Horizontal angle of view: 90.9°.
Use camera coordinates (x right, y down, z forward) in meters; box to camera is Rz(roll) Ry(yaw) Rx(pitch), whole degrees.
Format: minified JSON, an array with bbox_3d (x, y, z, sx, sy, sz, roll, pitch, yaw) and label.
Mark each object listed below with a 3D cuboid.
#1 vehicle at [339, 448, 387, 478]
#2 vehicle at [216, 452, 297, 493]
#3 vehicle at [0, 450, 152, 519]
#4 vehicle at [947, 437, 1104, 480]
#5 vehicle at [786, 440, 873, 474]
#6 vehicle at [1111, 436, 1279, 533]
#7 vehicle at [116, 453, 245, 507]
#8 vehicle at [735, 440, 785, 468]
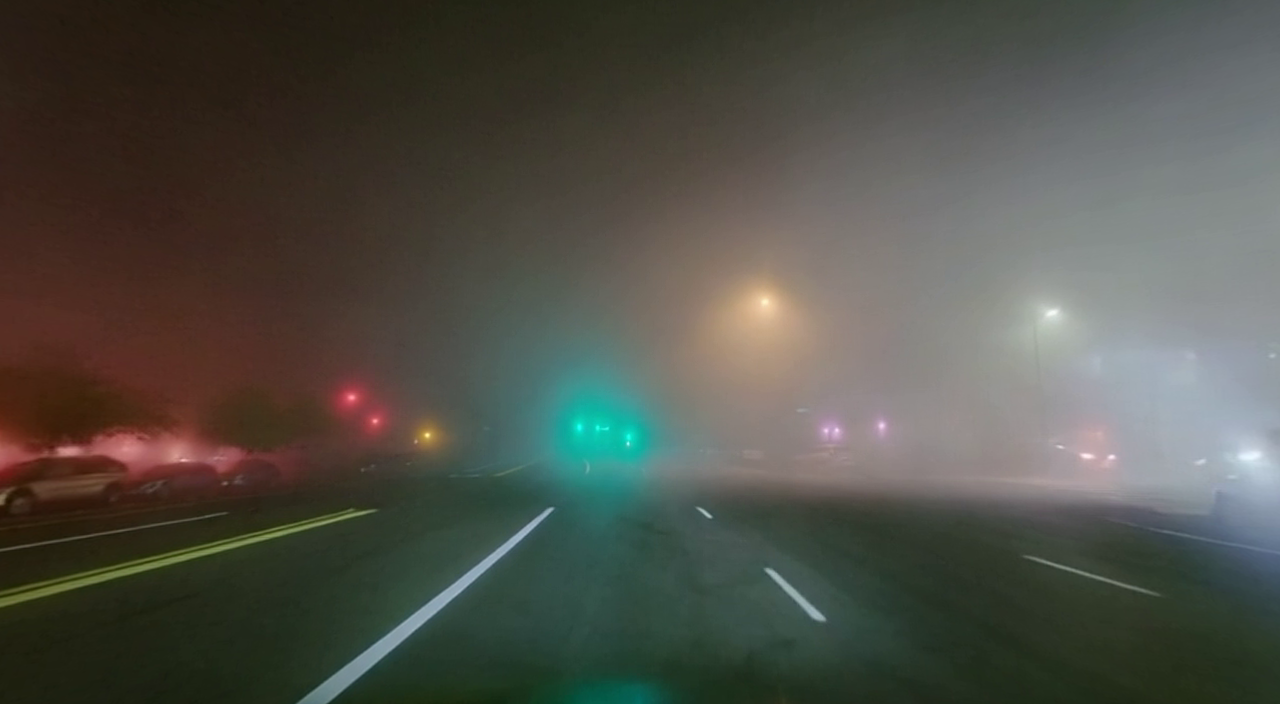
[{"bbox_3d":[-19.128,7.658,43.728,1.916,1.657,4.366,-1,-6,-8],"label":"vehicle"},{"bbox_3d":[-17.942,5.624,29.659,1.836,1.512,3.581,-2,-6,-5],"label":"vehicle"},{"bbox_3d":[-17.530,3.897,19.138,1.883,1.775,4.466,-1,-8,-2],"label":"vehicle"},{"bbox_3d":[15.873,4.385,26.194,5.088,1.538,2.114,-2,-7,3],"label":"vehicle"},{"bbox_3d":[9.688,5.399,32.535,1.919,1.627,4.196,4,-10,-26],"label":"vehicle"},{"bbox_3d":[10.770,2.290,11.427,1.901,1.423,4.448,-2,-9,14],"label":"vehicle"},{"bbox_3d":[-17.634,4.874,24.509,1.802,1.477,4.648,-3,-5,-4],"label":"vehicle"},{"bbox_3d":[8.087,6.929,42.849,2.039,1.752,4.876,1,-9,-5],"label":"vehicle"}]
